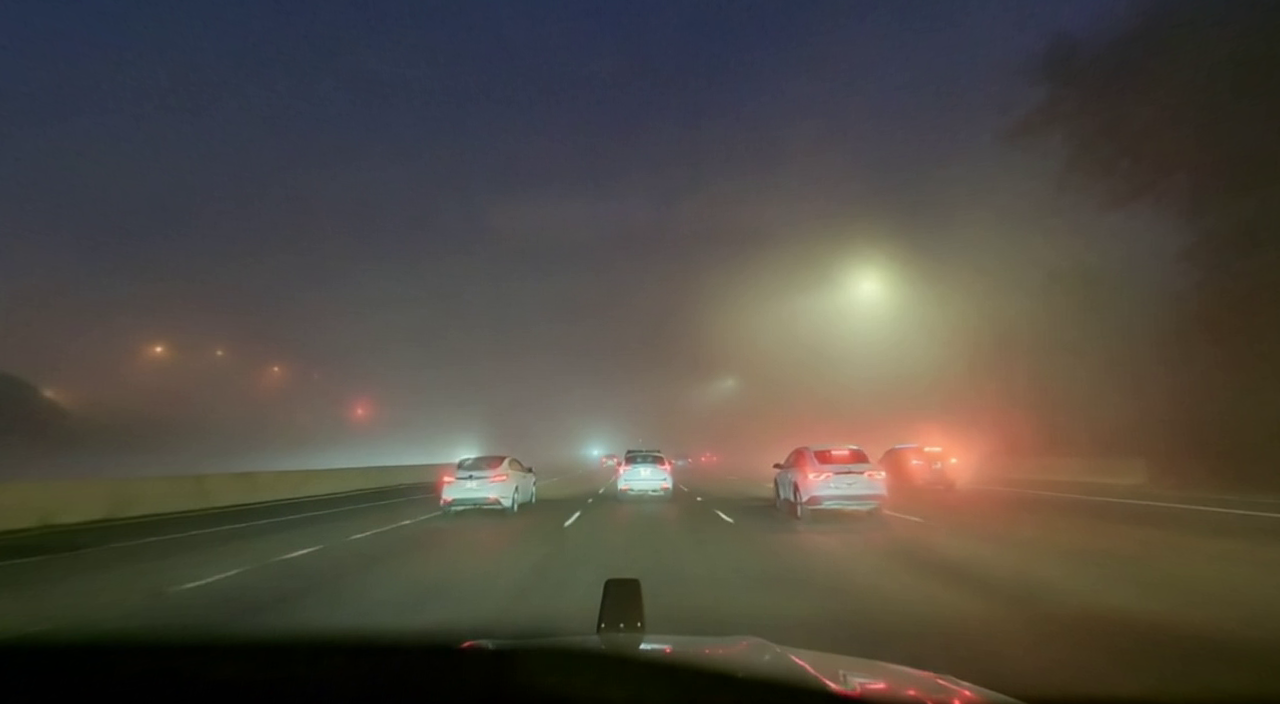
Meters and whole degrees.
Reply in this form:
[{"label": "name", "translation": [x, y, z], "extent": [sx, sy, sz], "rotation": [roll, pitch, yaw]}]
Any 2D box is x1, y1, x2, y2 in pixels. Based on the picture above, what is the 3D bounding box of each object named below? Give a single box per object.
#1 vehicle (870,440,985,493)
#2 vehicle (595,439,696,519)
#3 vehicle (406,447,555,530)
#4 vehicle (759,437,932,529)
[{"label": "vehicle", "translation": [10.589, 4.222, 23.582], "extent": [2.133, 1.770, 4.537], "rotation": [0, -9, 0]}, {"label": "vehicle", "translation": [0.143, 2.979, 15.212], "extent": [2.099, 1.640, 4.134], "rotation": [0, -9, 1]}, {"label": "vehicle", "translation": [-3.274, 2.895, 13.995], "extent": [2.011, 1.510, 4.698], "rotation": [0, -9, 1]}, {"label": "vehicle", "translation": [4.091, 2.688, 13.442], "extent": [2.210, 1.625, 4.249], "rotation": [0, -9, -1]}]
